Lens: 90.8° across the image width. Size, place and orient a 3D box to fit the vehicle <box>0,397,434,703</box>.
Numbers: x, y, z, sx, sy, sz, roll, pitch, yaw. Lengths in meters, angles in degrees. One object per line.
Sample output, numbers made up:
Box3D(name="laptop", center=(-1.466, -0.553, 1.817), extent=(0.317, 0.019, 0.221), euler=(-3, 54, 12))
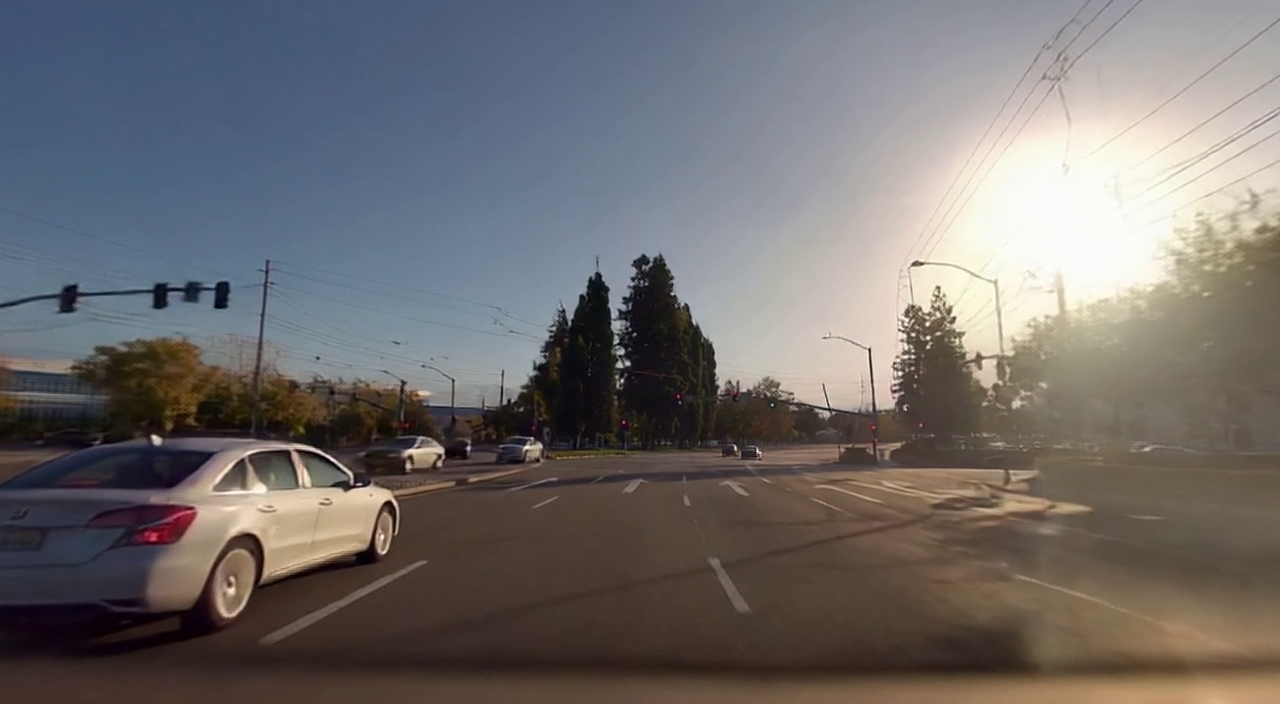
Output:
Box3D(name="vehicle", center=(-3.377, 1.259, 5.038), extent=(1.934, 1.463, 4.220), euler=(0, -9, 1))

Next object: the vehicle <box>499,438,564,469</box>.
Box3D(name="vehicle", center=(-5.576, 5.316, 33.159), extent=(2.016, 1.501, 4.903), euler=(-1, -9, 7))

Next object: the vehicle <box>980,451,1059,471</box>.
Box3D(name="vehicle", center=(28.712, 8.269, 47.948), extent=(4.636, 1.433, 1.930), euler=(-2, -9, 14))
